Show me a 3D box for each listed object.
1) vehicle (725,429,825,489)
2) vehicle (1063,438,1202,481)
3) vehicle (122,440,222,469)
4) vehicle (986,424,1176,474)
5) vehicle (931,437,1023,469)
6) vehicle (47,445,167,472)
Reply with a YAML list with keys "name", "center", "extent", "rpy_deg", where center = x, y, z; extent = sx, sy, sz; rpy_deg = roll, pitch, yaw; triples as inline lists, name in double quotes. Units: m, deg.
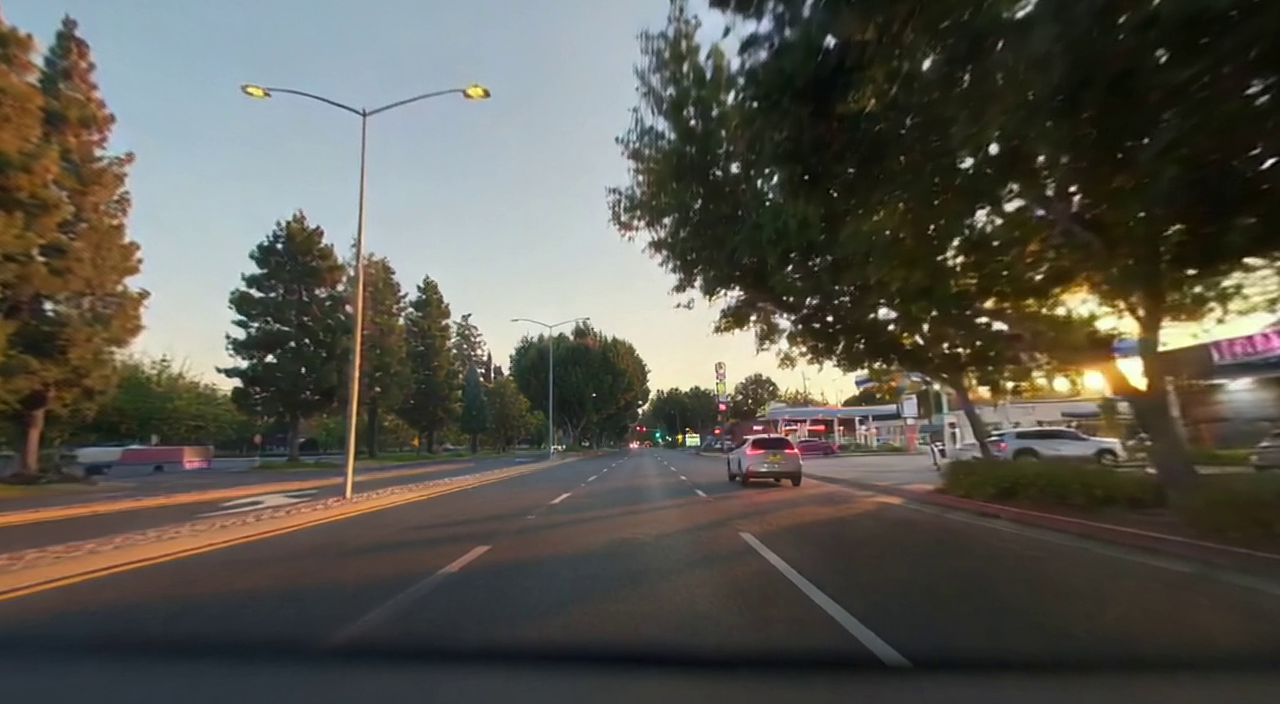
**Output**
- name: "vehicle"
  center: [4.586, 3.720, 22.405]
  extent: [2.245, 1.864, 5.076]
  rpy_deg: [0, -8, -2]
- name: "vehicle"
  center: [16.666, 3.641, 21.477]
  extent: [3.269, 1.315, 1.731]
  rpy_deg: [0, -9, -3]
- name: "vehicle"
  center: [-33.044, 7.287, 44.718]
  extent: [5.259, 1.760, 2.094]
  rpy_deg: [-2, -10, -3]
- name: "vehicle"
  center: [16.702, 3.723, 24.184]
  extent: [5.536, 1.705, 2.122]
  rpy_deg: [-1, -9, 1]
- name: "vehicle"
  center: [15.998, 4.782, 30.090]
  extent: [3.383, 1.393, 1.730]
  rpy_deg: [1, -8, 3]
- name: "vehicle"
  center: [-33.023, 6.589, 39.256]
  extent: [5.406, 1.627, 2.177]
  rpy_deg: [0, -8, -1]
